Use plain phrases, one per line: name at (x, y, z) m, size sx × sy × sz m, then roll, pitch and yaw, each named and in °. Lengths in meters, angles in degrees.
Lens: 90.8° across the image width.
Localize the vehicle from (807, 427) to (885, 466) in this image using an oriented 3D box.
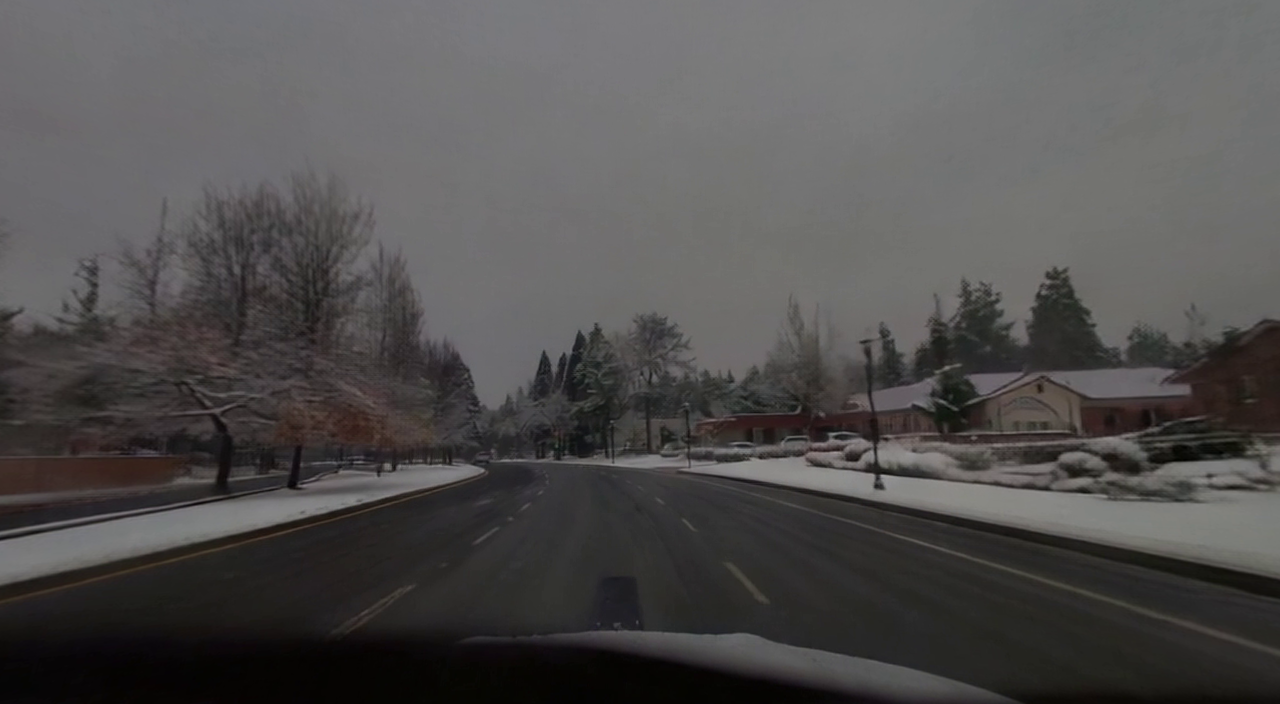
vehicle at (11.307, 5.166, 34.467) m, size 2.110 × 1.863 × 4.977 m, roll -10°, pitch -13°, yaw 39°
